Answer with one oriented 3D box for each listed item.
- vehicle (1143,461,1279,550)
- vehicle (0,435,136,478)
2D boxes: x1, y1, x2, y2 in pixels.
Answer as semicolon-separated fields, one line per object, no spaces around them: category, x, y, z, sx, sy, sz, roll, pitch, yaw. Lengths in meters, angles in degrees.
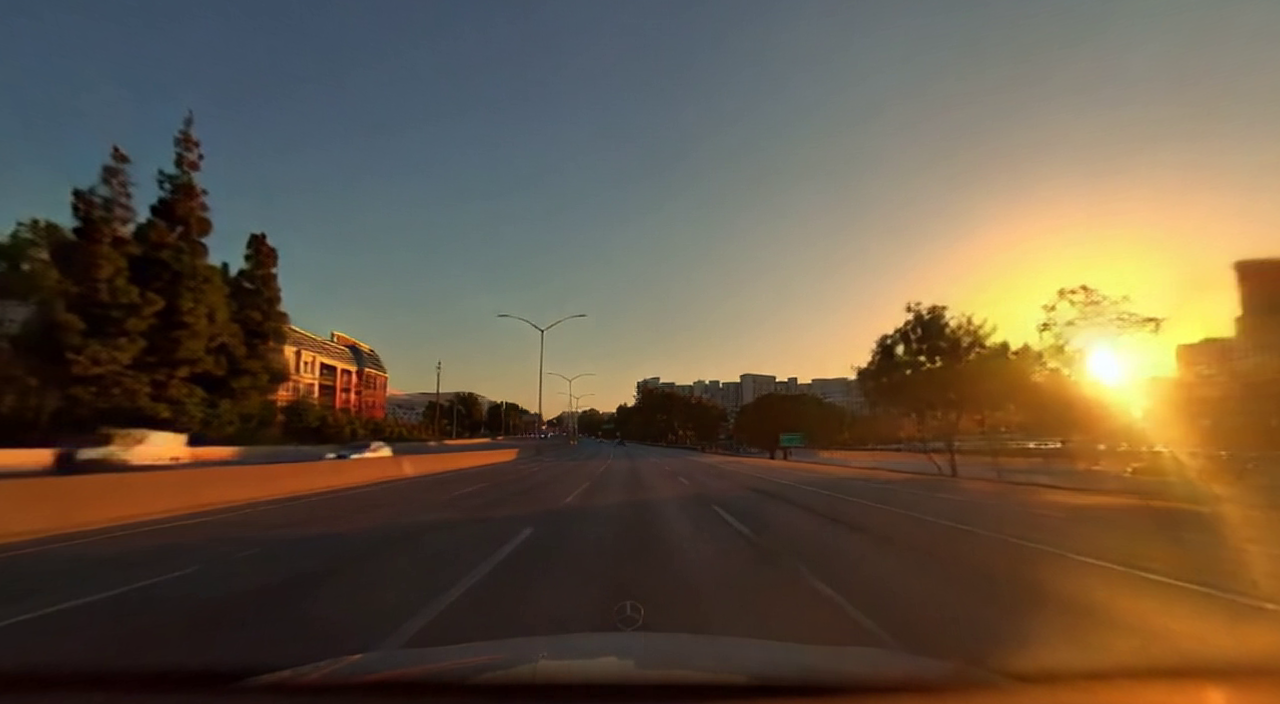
vehicle;9.414;2.034;8.059;2.635;1.057;4.249;2;-8;3
vehicle;-22.825;4.129;25.175;1.872;1.528;4.287;0;-8;-1
